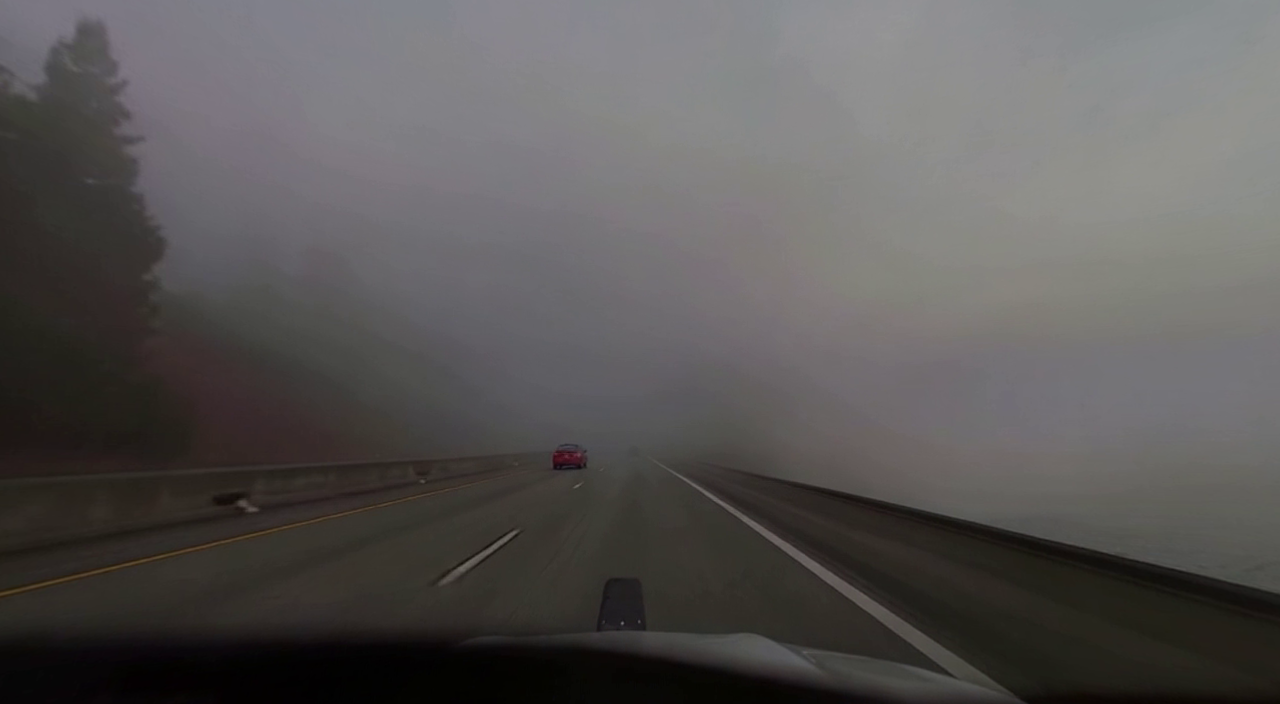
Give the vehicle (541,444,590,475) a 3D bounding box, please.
[{"bbox_3d":[-3.950,5.785,34.052,2.083,1.560,4.713,0,-9,0],"label":"vehicle"}]
